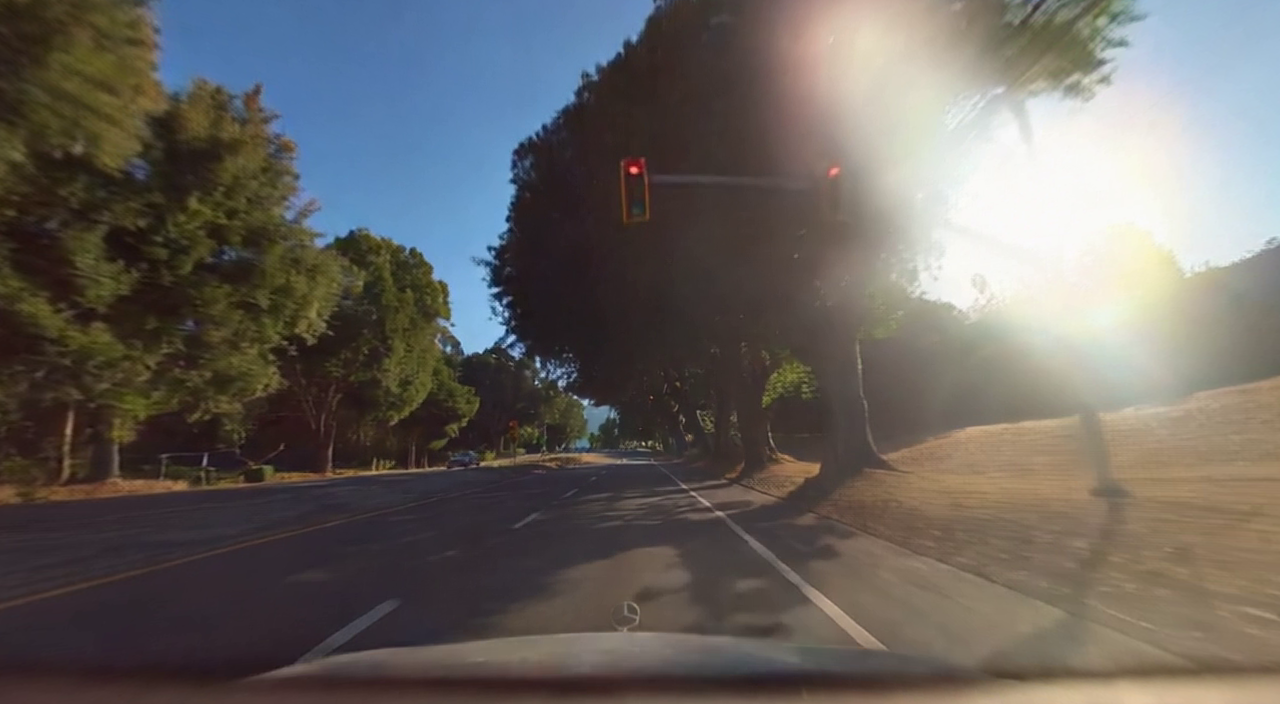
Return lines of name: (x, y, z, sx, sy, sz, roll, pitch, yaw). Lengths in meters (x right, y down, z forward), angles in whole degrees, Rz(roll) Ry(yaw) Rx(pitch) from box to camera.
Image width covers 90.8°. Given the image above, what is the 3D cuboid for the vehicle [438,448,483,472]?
vehicle: (-13.548, 8.141, 47.863, 2.030, 1.688, 4.527, -1, -9, 1)
